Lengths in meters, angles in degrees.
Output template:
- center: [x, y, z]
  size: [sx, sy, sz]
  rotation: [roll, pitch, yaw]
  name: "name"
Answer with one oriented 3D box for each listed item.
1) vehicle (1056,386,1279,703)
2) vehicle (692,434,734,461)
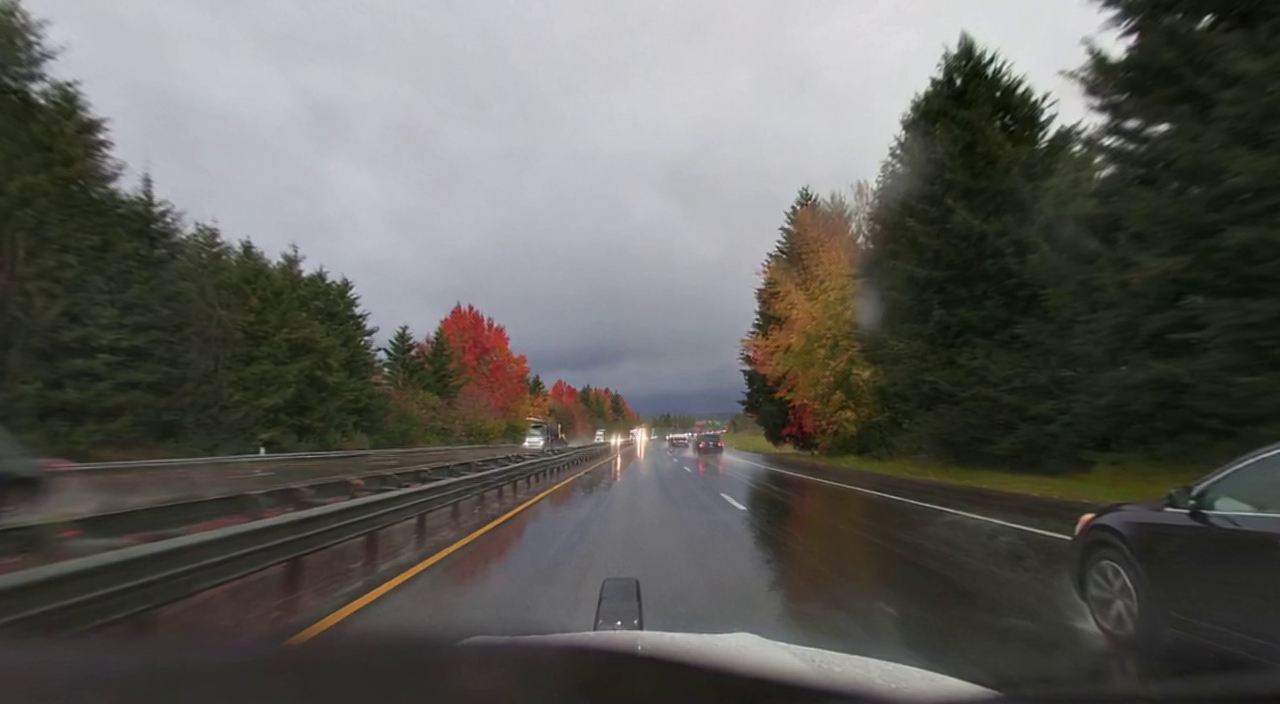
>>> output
- center: [3.948, 0.851, 2.328]
  size: [2.023, 1.545, 4.029]
  rotation: [0, -8, 0]
  name: "vehicle"
- center: [4.332, 5.759, 37.886]
  size: [2.024, 1.516, 4.197]
  rotation: [0, -8, 0]
  name: "vehicle"
